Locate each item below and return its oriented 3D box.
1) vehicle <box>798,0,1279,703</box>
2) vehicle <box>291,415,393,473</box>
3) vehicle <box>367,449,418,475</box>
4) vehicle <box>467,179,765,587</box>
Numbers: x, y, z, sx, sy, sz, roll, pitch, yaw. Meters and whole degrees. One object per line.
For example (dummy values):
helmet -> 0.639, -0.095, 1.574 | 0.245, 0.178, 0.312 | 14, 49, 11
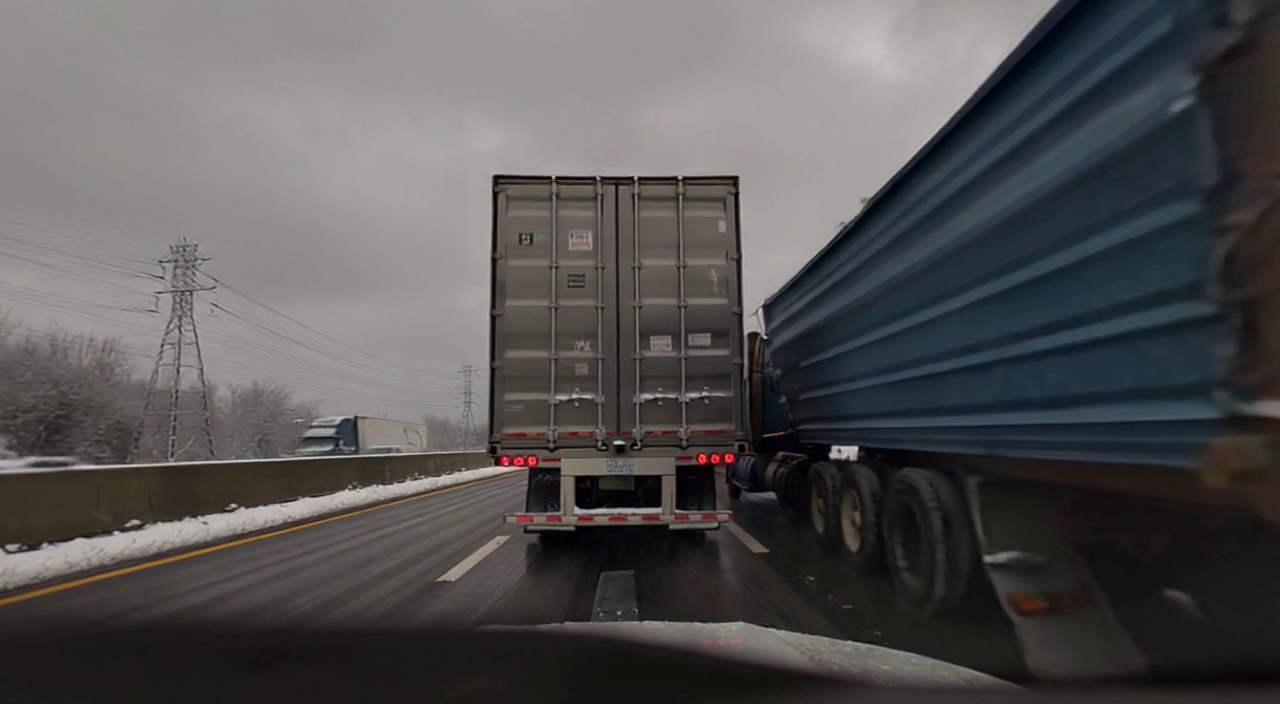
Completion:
vehicle -> 3.667, -0.343, 2.058 | 2.797, 4.023, 13.066 | 0, -8, -1
vehicle -> -20.441, 6.425, 44.155 | 3.024, 3.645, 8.371 | 0, -8, -1
vehicle -> -14.102, 6.264, 36.260 | 1.543, 1.373, 3.317 | -1, -8, 1
vehicle -> -0.199, 1.101, 12.291 | 2.841, 4.071, 12.046 | -1, -8, 0
